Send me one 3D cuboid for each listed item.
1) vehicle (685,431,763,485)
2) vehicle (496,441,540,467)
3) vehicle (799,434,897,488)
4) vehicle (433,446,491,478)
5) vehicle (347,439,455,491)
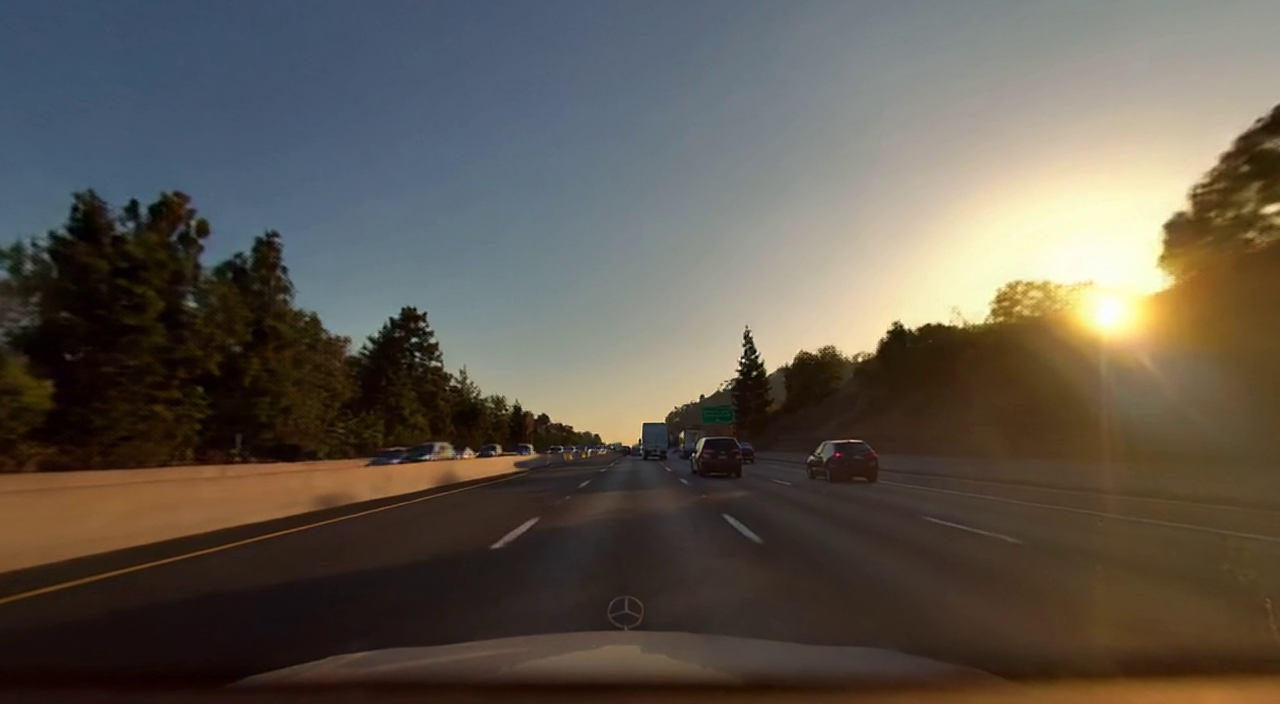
[{"bbox_3d":[3.089,4.019,24.254,2.209,1.862,4.717,0,-8,-2],"label":"vehicle"},{"bbox_3d":[-8.485,7.134,44.288,2.112,1.672,4.433,0,-8,1],"label":"vehicle"},{"bbox_3d":[7.290,3.854,22.647,1.976,1.703,4.288,0,-8,-1],"label":"vehicle"},{"bbox_3d":[-8.685,5.365,31.015,1.833,1.441,3.593,0,-8,-1],"label":"vehicle"},{"bbox_3d":[-7.985,3.789,21.552,1.942,1.600,4.288,0,-8,1],"label":"vehicle"}]
